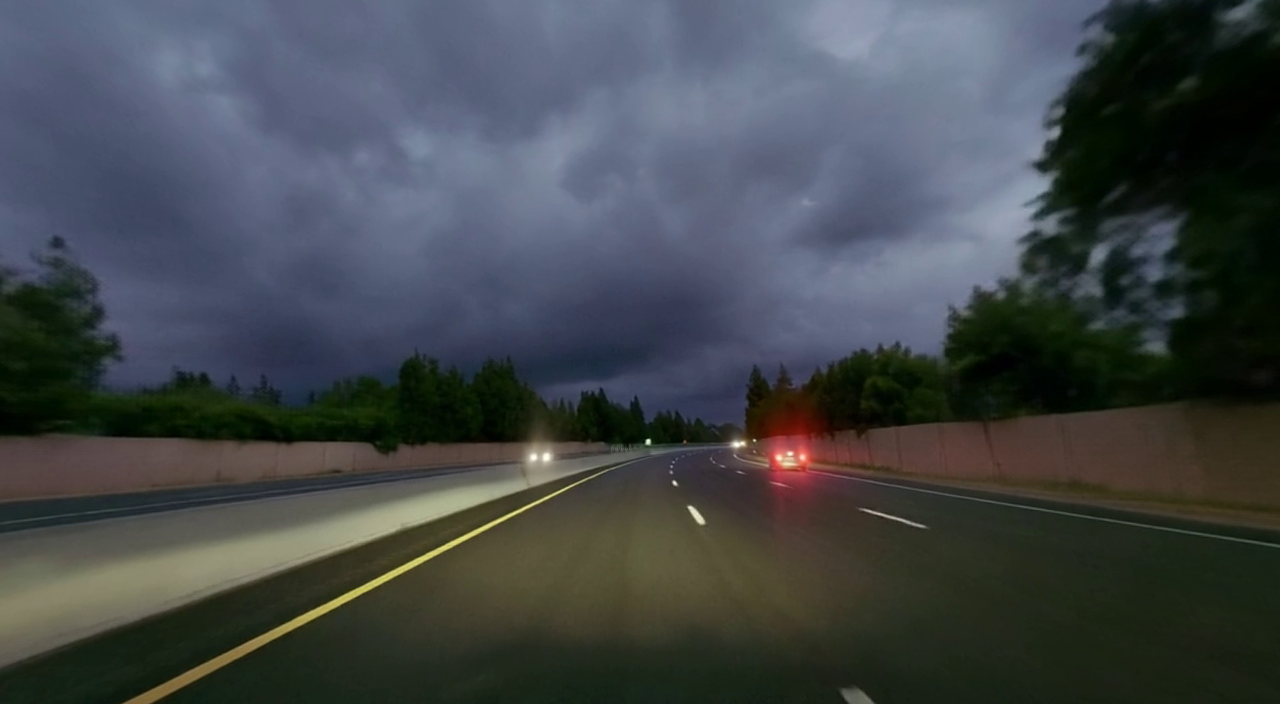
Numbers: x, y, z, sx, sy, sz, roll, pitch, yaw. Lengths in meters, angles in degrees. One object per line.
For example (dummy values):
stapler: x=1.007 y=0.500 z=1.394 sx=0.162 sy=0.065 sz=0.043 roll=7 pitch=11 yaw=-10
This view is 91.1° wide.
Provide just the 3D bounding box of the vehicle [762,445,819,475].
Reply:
vehicle: x=8.132 y=5.880 z=34.485 sx=1.983 sy=1.486 sz=4.545 roll=0 pitch=-9 yaw=0
